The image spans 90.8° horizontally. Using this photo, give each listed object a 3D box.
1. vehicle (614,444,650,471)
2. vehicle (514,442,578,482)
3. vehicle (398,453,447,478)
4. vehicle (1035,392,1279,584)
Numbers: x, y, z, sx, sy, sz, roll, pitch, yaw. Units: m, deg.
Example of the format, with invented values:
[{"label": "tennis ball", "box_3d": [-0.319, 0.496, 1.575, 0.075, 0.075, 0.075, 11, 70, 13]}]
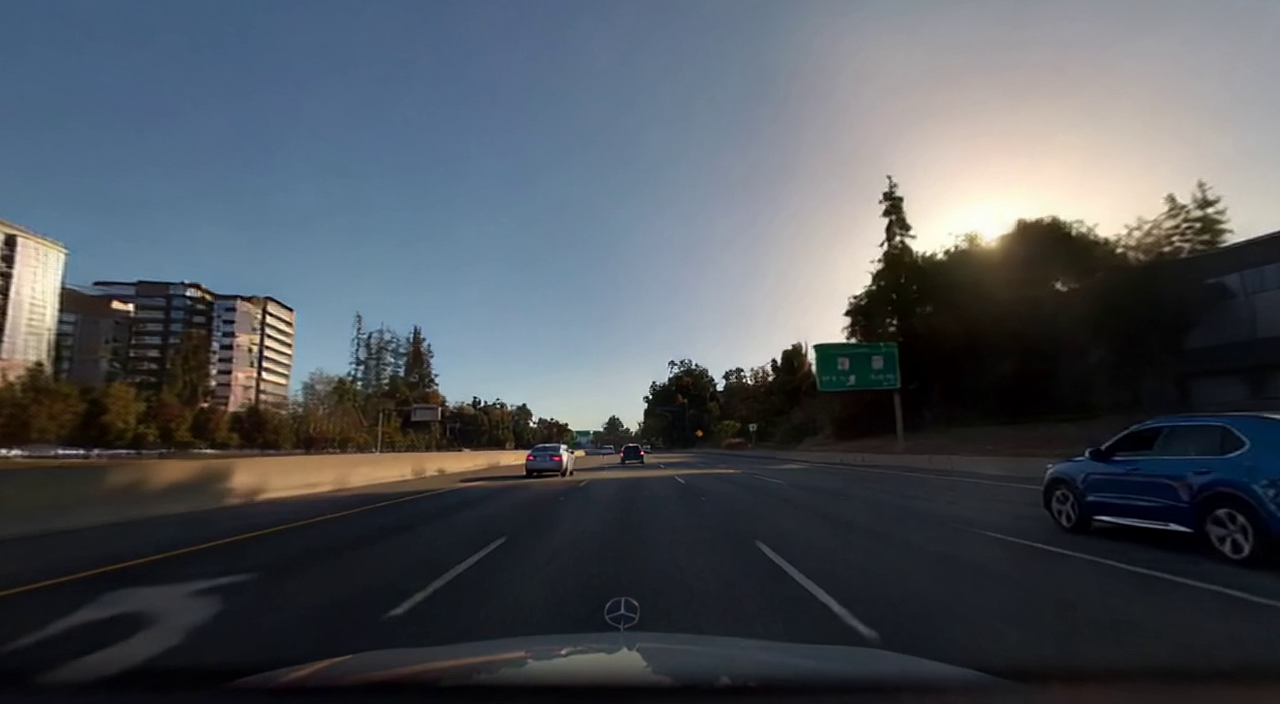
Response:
[{"label": "vehicle", "box_3d": [-0.467, 6.114, 36.797, 1.997, 1.485, 4.094, 0, -8, 0]}, {"label": "vehicle", "box_3d": [-3.763, 4.467, 26.015, 1.886, 1.465, 4.625, 0, -9, 0]}, {"label": "vehicle", "box_3d": [-13.789, 7.177, 40.239, 1.803, 1.466, 3.696, 0, -9, 0]}, {"label": "vehicle", "box_3d": [7.092, 1.470, 7.219, 2.028, 1.801, 4.741, 0, -8, -1]}]
